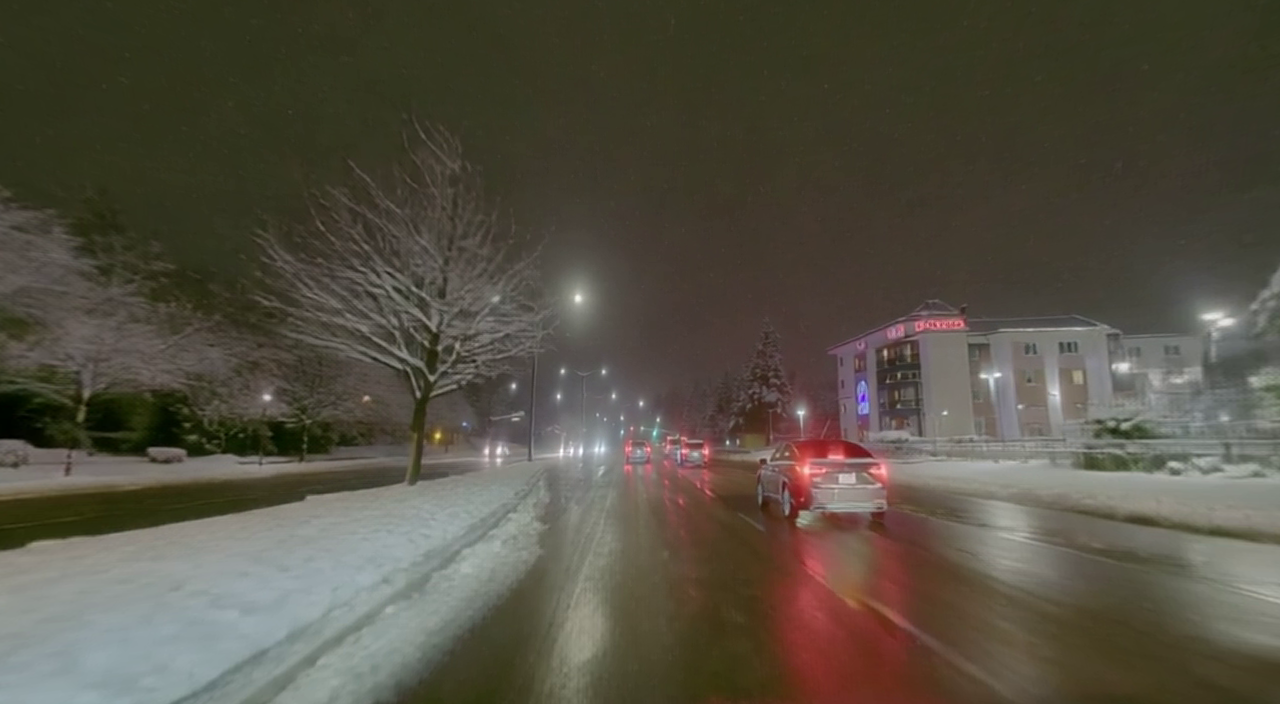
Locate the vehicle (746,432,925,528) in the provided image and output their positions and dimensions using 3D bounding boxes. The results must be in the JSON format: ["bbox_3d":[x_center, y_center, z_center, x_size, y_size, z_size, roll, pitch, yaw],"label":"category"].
[{"bbox_3d":[3.511,2.391,12.436,1.953,1.514,4.672,0,-8,-1],"label":"vehicle"}]

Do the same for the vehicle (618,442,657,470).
[{"bbox_3d":[-0.173,5.778,35.406,2.095,1.456,3.873,0,-8,-1],"label":"vehicle"}]

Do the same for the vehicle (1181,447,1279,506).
[{"bbox_3d":[17.773,3.466,18.000,4.230,1.474,1.991,4,-10,-27],"label":"vehicle"}]

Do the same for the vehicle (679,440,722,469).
[{"bbox_3d":[3.563,6.083,37.804,2.041,1.611,4.426,0,-8,-1],"label":"vehicle"}]

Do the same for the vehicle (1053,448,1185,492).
[{"bbox_3d":[17.582,4.277,23.215,4.044,1.487,1.977,3,-9,-22],"label":"vehicle"}]
